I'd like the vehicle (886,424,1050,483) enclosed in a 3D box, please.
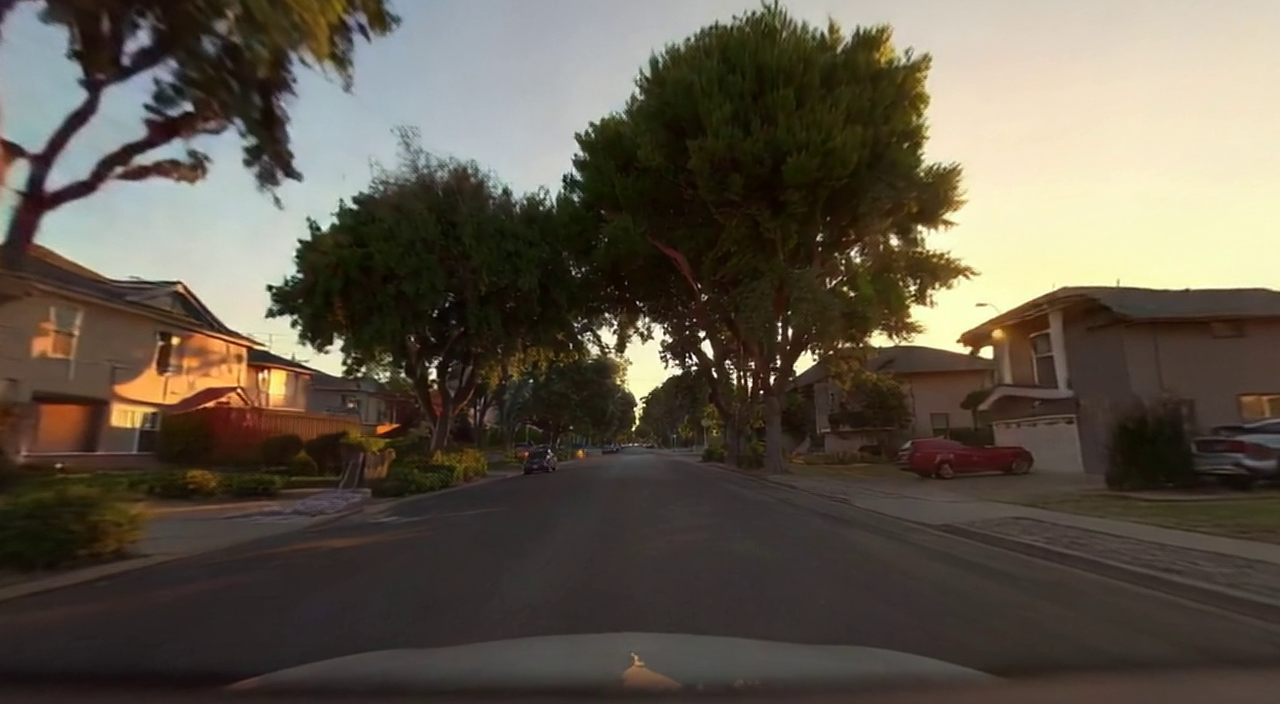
[{"bbox_3d":[11.260,3.498,21.853,4.626,1.880,1.980,1,-9,-8],"label":"vehicle"}]
